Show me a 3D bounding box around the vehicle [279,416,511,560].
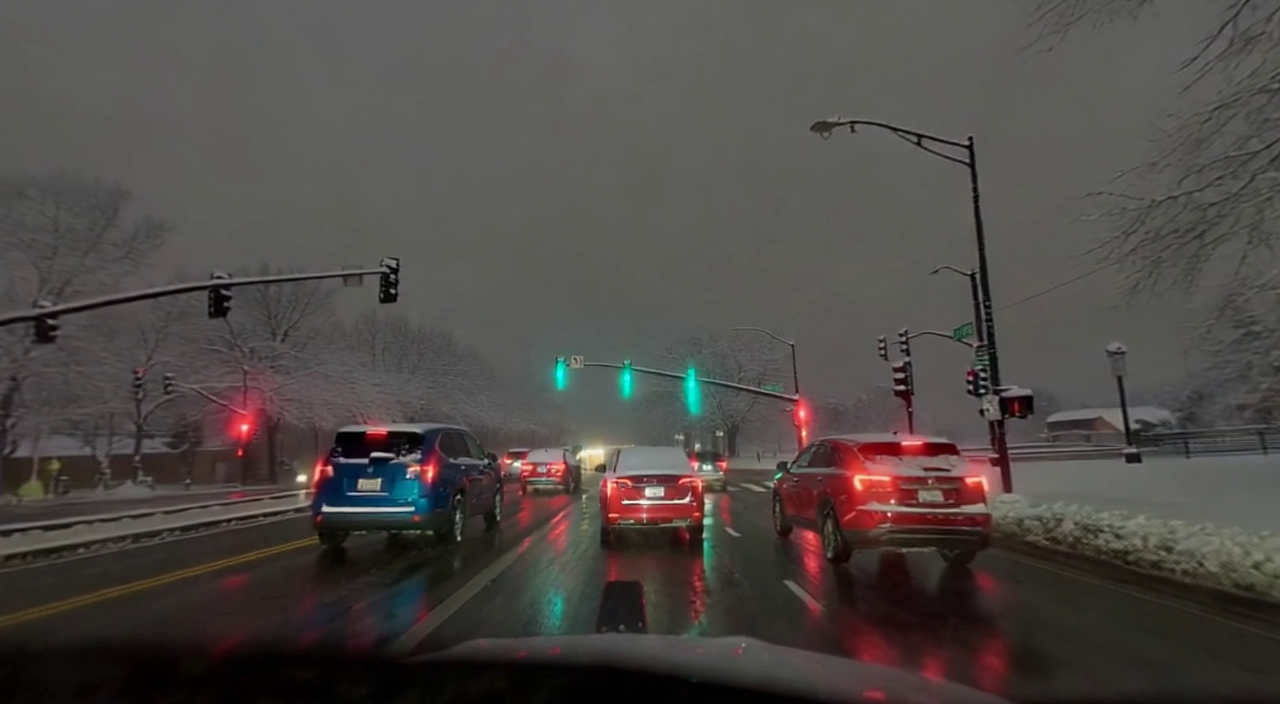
[{"bbox_3d":[-3.495,2.014,10.006,1.889,1.767,4.289,0,-9,1],"label":"vehicle"}]

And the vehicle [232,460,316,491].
[{"bbox_3d":[-22.600,7.587,38.783,4.931,1.736,1.969,-5,-10,26],"label":"vehicle"}]

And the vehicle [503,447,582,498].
[{"bbox_3d":[-3.148,3.955,21.036,1.868,1.516,4.114,0,-9,2],"label":"vehicle"}]

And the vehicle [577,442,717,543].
[{"bbox_3d":[0.056,2.361,11.216,2.051,1.460,3.932,0,-9,-1],"label":"vehicle"}]

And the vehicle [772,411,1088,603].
[{"bbox_3d":[3.138,1.763,8.082,1.880,1.747,4.500,0,-9,0],"label":"vehicle"}]

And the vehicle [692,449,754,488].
[{"bbox_3d":[3.366,4.826,26.394,2.038,1.476,4.356,0,-9,1],"label":"vehicle"}]
